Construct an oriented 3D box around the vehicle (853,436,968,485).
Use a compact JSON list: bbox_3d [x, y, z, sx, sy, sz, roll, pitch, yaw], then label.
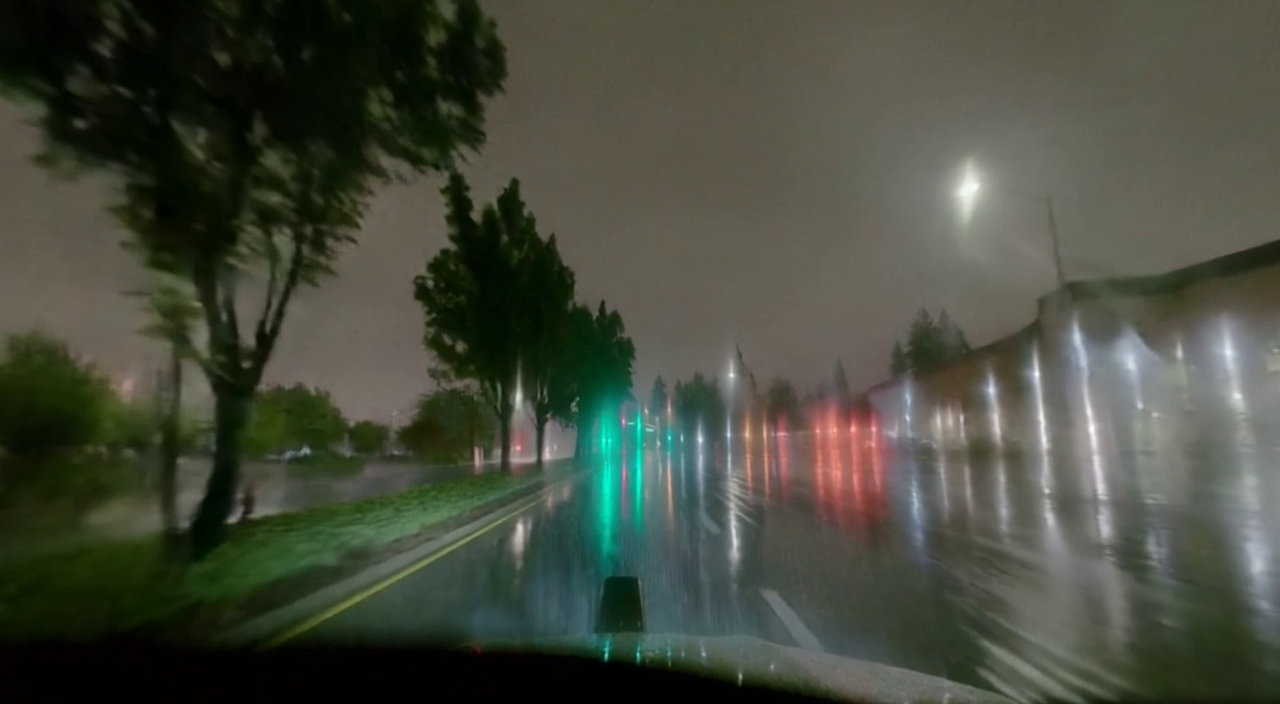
[{"bbox_3d":[9.576,3.864,22.842,1.981,1.557,4.456,0,-9,-3],"label":"vehicle"}]
